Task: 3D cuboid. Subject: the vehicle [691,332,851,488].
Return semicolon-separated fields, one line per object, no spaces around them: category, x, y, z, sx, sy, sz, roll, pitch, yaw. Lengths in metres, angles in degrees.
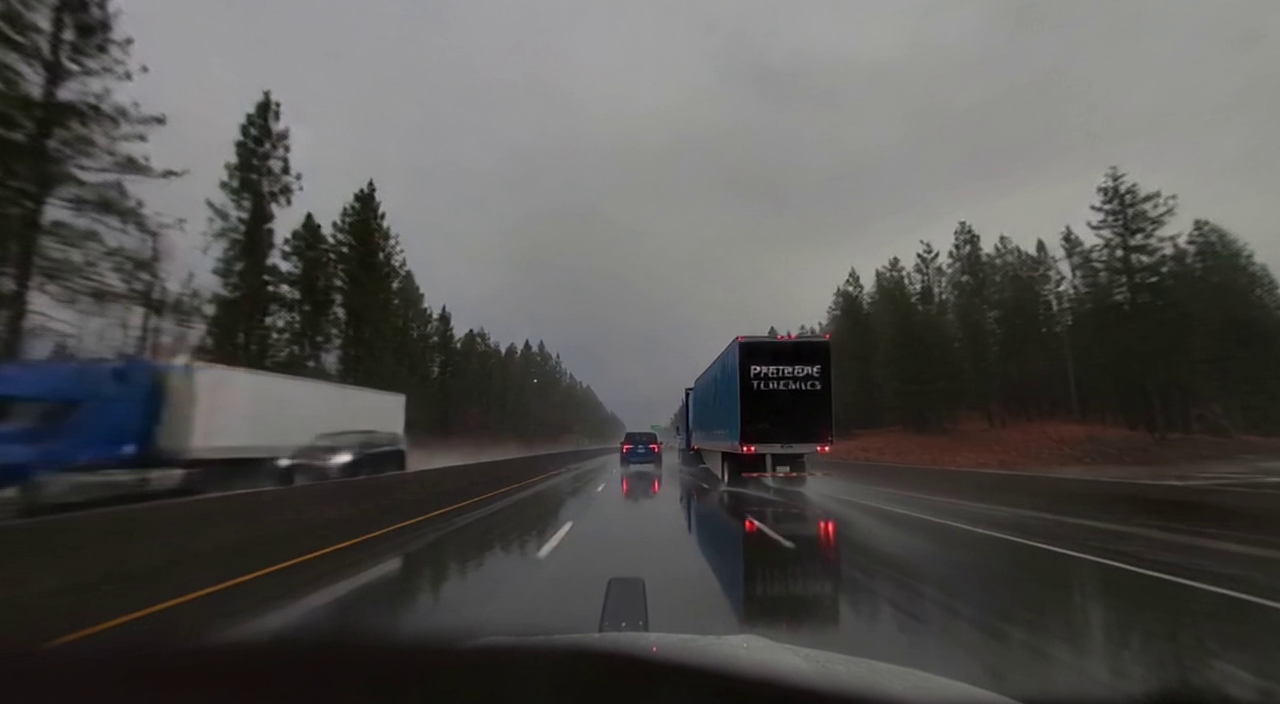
vehicle;4.130;2.742;25.123;2.899;4.160;16.621;0;-8;0

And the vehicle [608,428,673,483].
vehicle;0.033;3.898;24.016;2.222;1.848;4.610;0;-8;0

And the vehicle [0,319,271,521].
vehicle;-13.520;1.831;15.611;3.042;3.762;9.032;0;-8;1

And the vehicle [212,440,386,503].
vehicle;-9.109;3.210;17.472;2.117;1.493;4.774;0;-8;1
